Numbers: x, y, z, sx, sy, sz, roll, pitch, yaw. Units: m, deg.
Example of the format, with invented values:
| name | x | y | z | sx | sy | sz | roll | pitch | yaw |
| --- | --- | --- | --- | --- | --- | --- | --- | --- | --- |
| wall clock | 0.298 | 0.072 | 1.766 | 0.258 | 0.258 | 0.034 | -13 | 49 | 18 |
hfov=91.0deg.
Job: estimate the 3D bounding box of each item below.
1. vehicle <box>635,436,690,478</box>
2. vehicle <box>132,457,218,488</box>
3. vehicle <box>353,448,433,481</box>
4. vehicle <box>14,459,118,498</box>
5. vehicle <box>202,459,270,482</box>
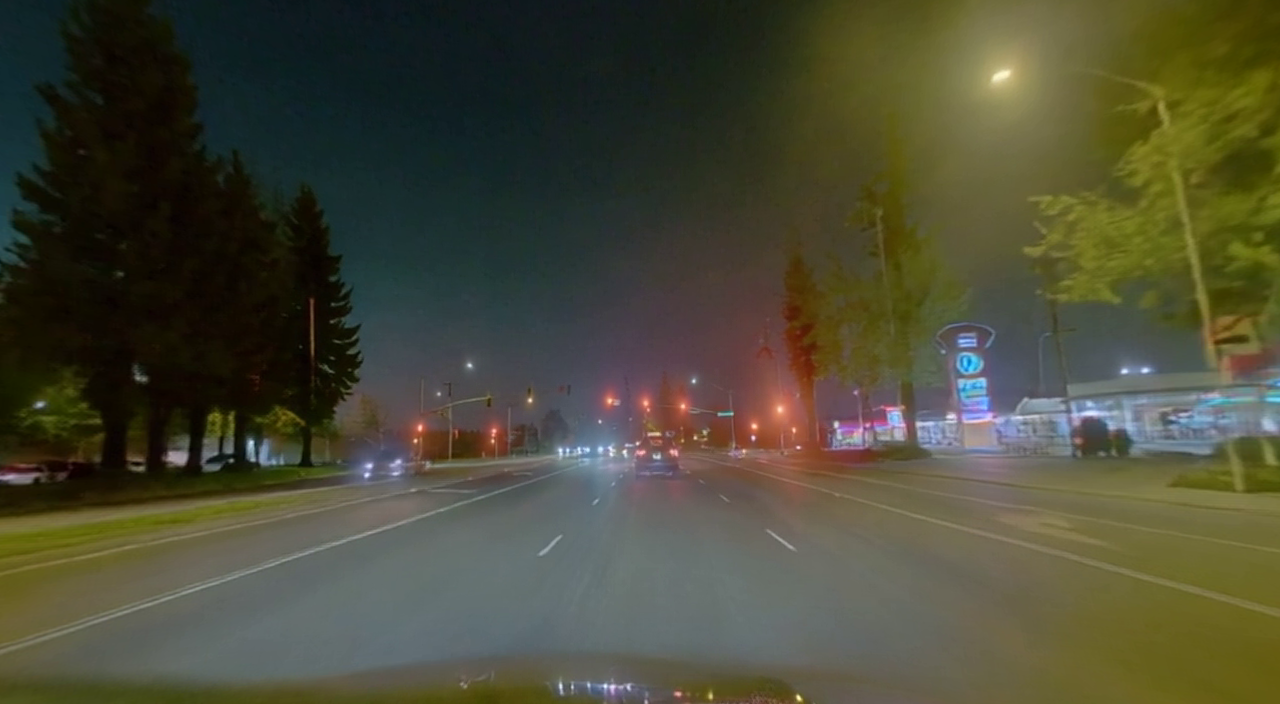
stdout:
| name | x | y | z | sx | sy | sz | roll | pitch | yaw |
| --- | --- | --- | --- | --- | --- | --- | --- | --- | --- |
| vehicle | 0.956 | 4.596 | 27.672 | 2.213 | 1.715 | 4.242 | 0 | -9 | 1 |
| vehicle | -27.263 | 7.020 | 36.906 | 4.428 | 1.708 | 1.952 | -4 | -10 | 23 |
| vehicle | -12.004 | 5.471 | 30.925 | 1.911 | 1.489 | 4.423 | -1 | -9 | 4 |
| vehicle | -27.346 | 5.952 | 29.962 | 4.662 | 1.677 | 2.026 | -5 | -10 | 28 |
| vehicle | -27.659 | 8.070 | 43.058 | 4.538 | 1.469 | 1.912 | -5 | -10 | 29 |
